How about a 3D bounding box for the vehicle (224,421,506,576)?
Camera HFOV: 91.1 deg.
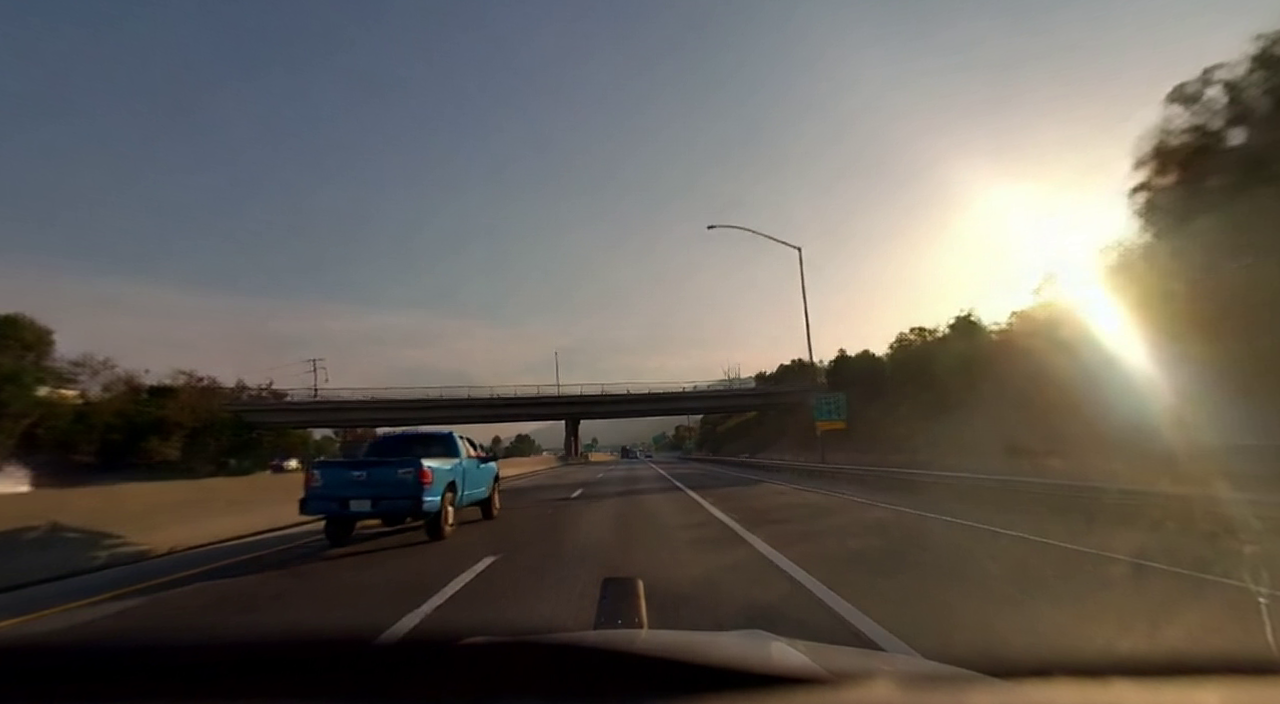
[{"bbox_3d":[-3.561,1.990,9.329,2.152,1.717,4.423,0,-9,0],"label":"vehicle"}]
